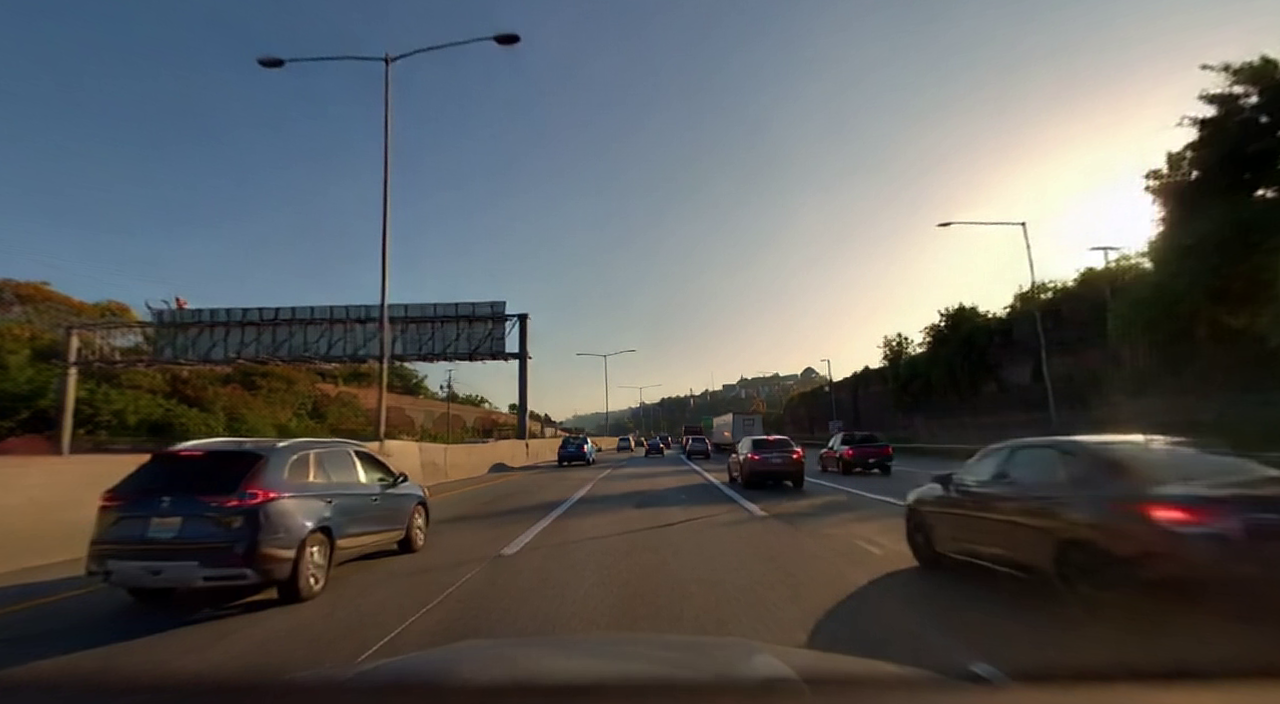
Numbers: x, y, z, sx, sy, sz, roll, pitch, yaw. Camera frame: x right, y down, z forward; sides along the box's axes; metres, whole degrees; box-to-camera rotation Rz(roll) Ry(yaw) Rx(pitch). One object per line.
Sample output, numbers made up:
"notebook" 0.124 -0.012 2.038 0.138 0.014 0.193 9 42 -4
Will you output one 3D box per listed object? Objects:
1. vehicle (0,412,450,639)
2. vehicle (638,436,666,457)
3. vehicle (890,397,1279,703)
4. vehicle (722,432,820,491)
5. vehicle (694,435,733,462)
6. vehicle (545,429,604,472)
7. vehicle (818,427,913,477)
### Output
"vehicle" -3.605 1.469 6.426 1.914 1.476 4.416 0 -8 1
"vehicle" 0.896 7.128 47.641 2.040 1.461 3.984 0 -8 1
"vehicle" 3.820 1.219 4.658 1.999 1.482 4.743 0 -8 0
"vehicle" 3.649 3.120 18.324 1.933 1.492 4.125 0 -8 0
"vehicle" 4.466 5.943 38.932 1.933 1.503 4.520 0 -8 0
"vehicle" -2.816 4.345 28.089 2.006 1.741 4.277 -1 -8 2
"vehicle" 8.531 3.824 24.326 1.987 1.726 4.515 0 -8 0
